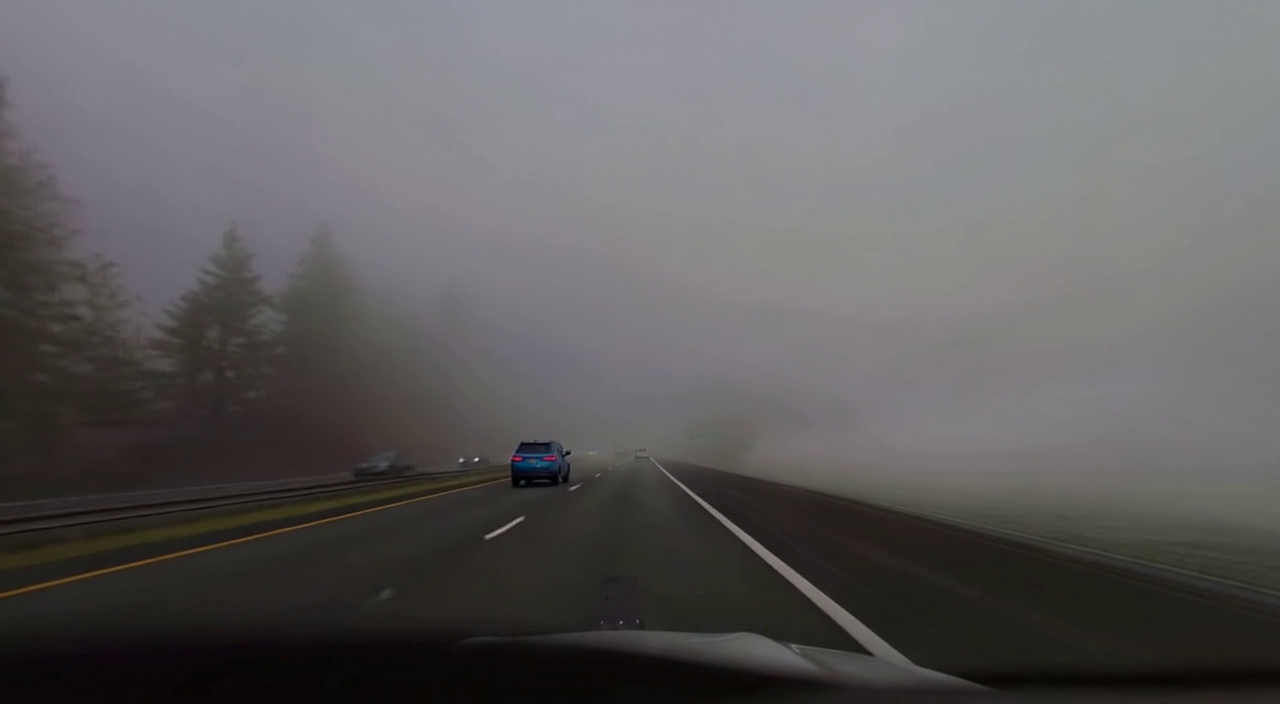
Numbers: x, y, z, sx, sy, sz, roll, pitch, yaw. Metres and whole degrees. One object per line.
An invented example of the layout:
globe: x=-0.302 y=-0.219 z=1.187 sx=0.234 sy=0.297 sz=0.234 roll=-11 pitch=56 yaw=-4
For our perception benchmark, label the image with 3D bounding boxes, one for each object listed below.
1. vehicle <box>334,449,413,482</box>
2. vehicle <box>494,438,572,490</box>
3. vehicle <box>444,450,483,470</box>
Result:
vehicle: x=-12.487 y=5.309 z=29.876 sx=1.831 sy=1.438 sz=4.282 roll=0 pitch=-9 yaw=1
vehicle: x=-3.891 y=4.169 z=23.849 sx=2.110 sy=1.727 sz=4.607 roll=0 pitch=-9 yaw=1
vehicle: x=-13.348 y=8.181 z=47.932 sx=1.828 sy=1.414 sz=3.803 roll=0 pitch=-9 yaw=1
